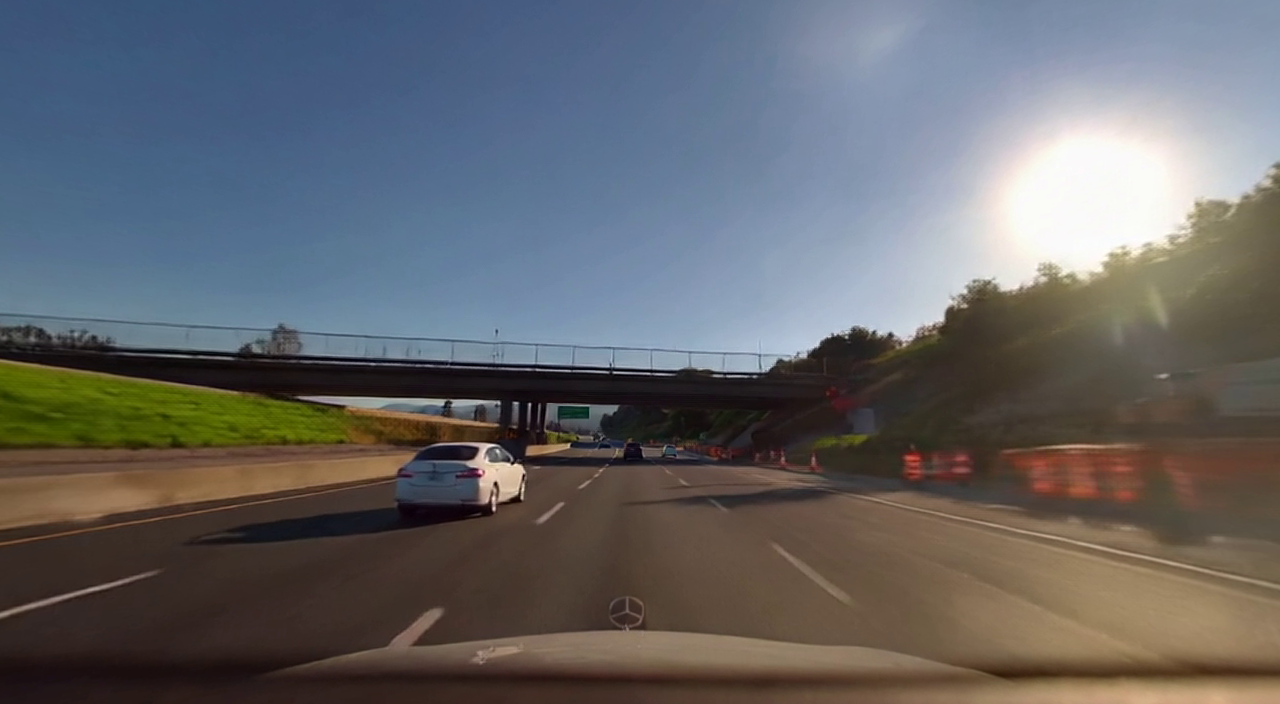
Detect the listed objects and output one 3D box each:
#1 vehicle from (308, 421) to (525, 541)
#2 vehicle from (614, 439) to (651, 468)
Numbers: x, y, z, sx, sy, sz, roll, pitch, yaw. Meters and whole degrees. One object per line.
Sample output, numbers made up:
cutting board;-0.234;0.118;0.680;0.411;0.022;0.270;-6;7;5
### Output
vehicle;-3.582;2.165;11.300;2.114;1.650;4.730;-1;-8;1
vehicle;-0.539;6.828;42.555;2.328;1.805;4.502;0;-8;-2
